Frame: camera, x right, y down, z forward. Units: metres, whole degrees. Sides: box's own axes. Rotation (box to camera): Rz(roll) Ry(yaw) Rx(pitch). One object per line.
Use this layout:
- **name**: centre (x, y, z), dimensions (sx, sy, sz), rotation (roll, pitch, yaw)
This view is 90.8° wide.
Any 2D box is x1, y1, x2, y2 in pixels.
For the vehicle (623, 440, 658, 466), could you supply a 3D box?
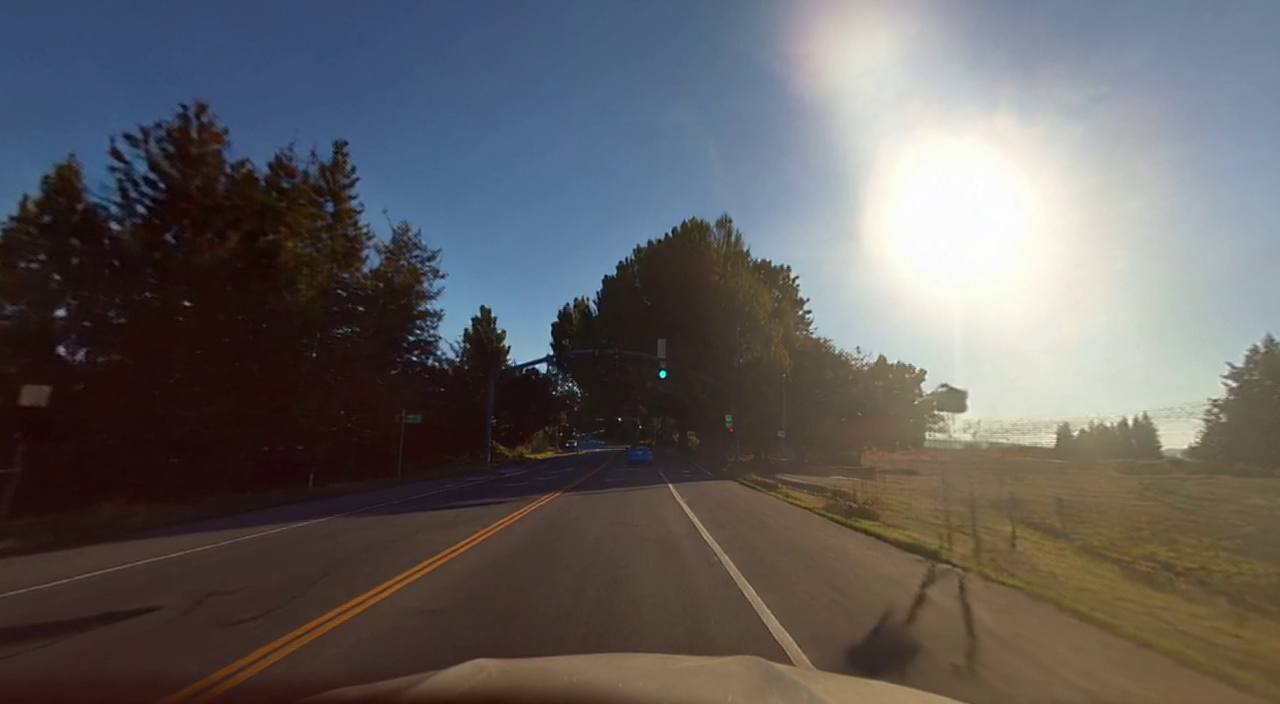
- **vehicle**: centre (0.033, 6.287, 39.483), dimensions (2.042, 1.489, 3.963), rotation (0, -8, 0)
